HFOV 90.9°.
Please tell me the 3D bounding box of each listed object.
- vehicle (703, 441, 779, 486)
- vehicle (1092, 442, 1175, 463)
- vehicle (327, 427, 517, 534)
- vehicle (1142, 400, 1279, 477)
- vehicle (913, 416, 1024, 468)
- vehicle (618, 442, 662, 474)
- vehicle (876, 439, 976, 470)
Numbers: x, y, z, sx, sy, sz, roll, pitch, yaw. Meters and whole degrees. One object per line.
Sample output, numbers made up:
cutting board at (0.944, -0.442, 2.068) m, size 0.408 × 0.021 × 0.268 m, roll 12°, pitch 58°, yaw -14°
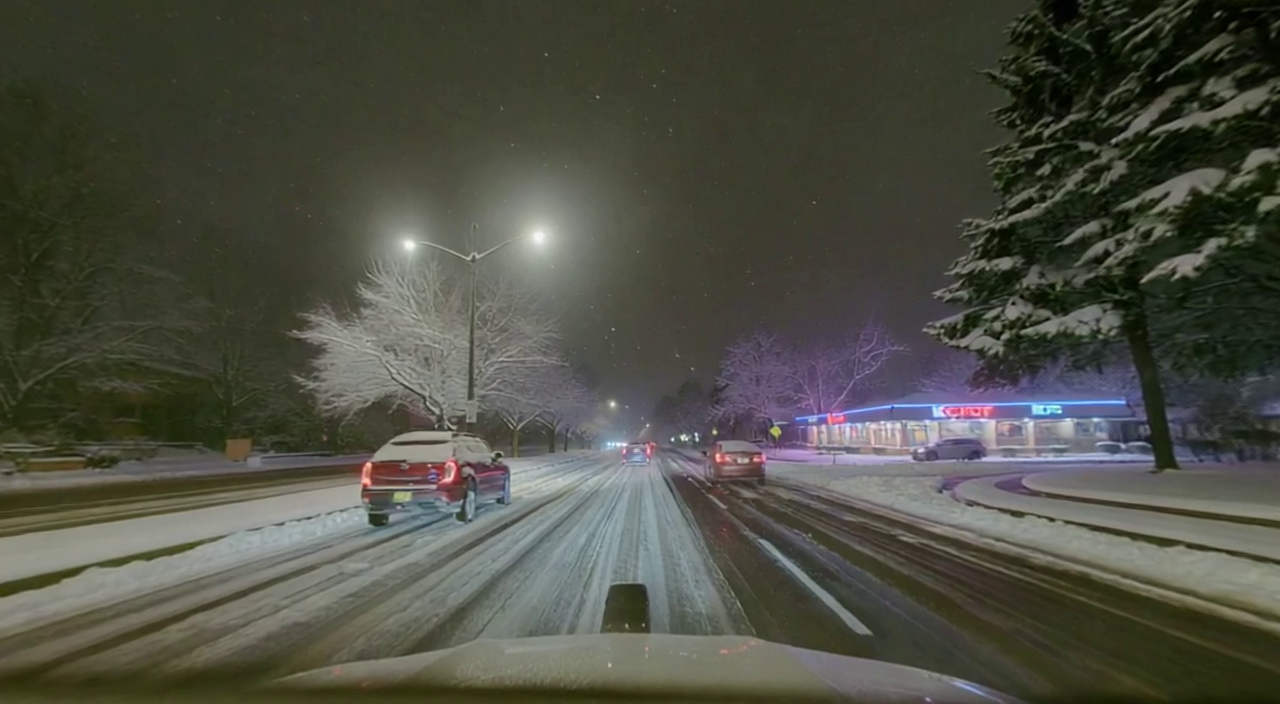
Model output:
vehicle at (3.612, 4.076, 23.372) m, size 2.012 × 1.462 × 4.400 m, roll 0°, pitch -8°, yaw -1°
vehicle at (34.370, 6.983, 43.935) m, size 4.212 × 1.423 × 1.764 m, roll -1°, pitch -8°, yaw 2°
vehicle at (-3.722, 2.264, 11.689) m, size 1.995 × 1.607 × 4.086 m, roll 0°, pitch -8°, yaw 1°
vehicle at (24.337, 3.532, 25.687) m, size 5.466 × 2.971 × 2.352 m, roll 0°, pitch -9°, yaw 3°
vehicle at (21.853, 6.064, 42.618) m, size 2.928 × 3.123 × 8.236 m, roll -1°, pitch -8°, yaw -1°
vehicle at (0.051, 5.295, 31.740) m, size 2.059 × 1.477 × 4.216 m, roll 0°, pitch -8°, yaw 1°
vehicle at (15.666, 5.625, 34.797) m, size 4.578 × 1.620 × 2.047 m, roll -2°, pitch -9°, yaw 10°
